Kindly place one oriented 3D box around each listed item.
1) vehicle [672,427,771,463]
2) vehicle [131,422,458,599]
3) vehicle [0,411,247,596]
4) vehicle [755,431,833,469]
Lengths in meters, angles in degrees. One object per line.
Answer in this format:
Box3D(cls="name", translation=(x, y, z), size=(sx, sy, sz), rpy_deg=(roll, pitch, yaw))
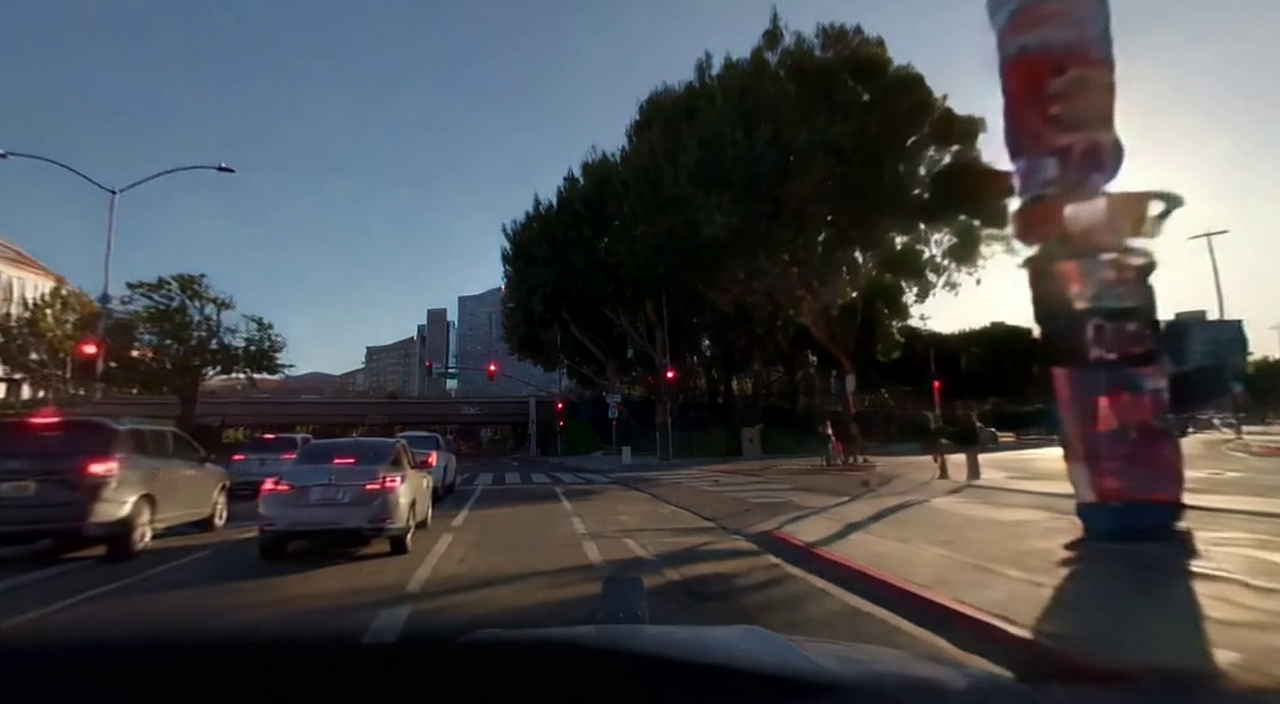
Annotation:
Box3D(cls="vehicle", translation=(4.635, 5.334, 36.194), size=(5.144, 1.954, 2.122), rpy_deg=(3, -9, -19))
Box3D(cls="vehicle", translation=(-3.656, 1.716, 7.859), size=(2.176, 1.489, 4.518), rpy_deg=(1, -9, -10))
Box3D(cls="vehicle", translation=(-7.087, 1.676, 7.836), size=(2.057, 1.610, 4.891), rpy_deg=(2, -9, -11))
Box3D(cls="vehicle", translation=(7.308, 4.599, 29.711), size=(1.908, 1.622, 4.166), rpy_deg=(-7, -11, 38))
